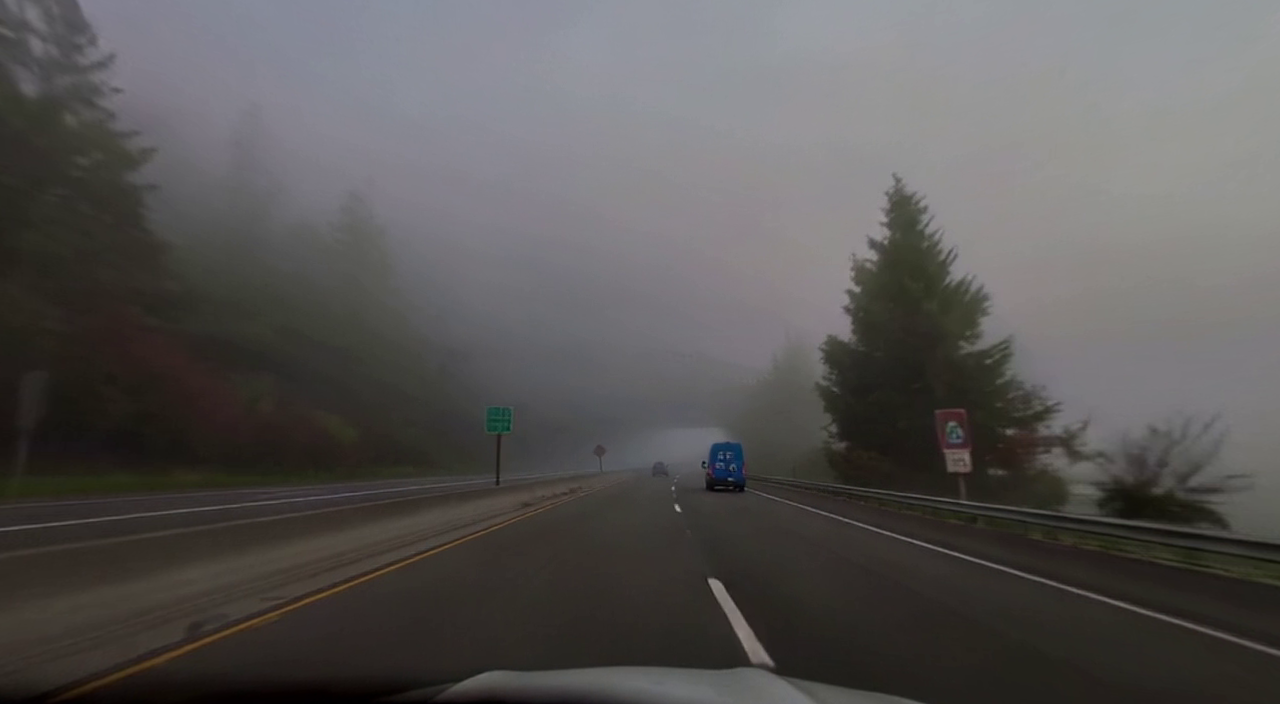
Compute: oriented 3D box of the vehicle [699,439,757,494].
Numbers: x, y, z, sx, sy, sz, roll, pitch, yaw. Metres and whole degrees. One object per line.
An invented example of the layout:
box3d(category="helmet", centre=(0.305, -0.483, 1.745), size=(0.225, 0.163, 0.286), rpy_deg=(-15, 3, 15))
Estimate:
box3d(category="vehicle", centre=(4.494, 6.027, 33.204), size=(2.366, 2.595, 5.793), rpy_deg=(0, -11, 1))
